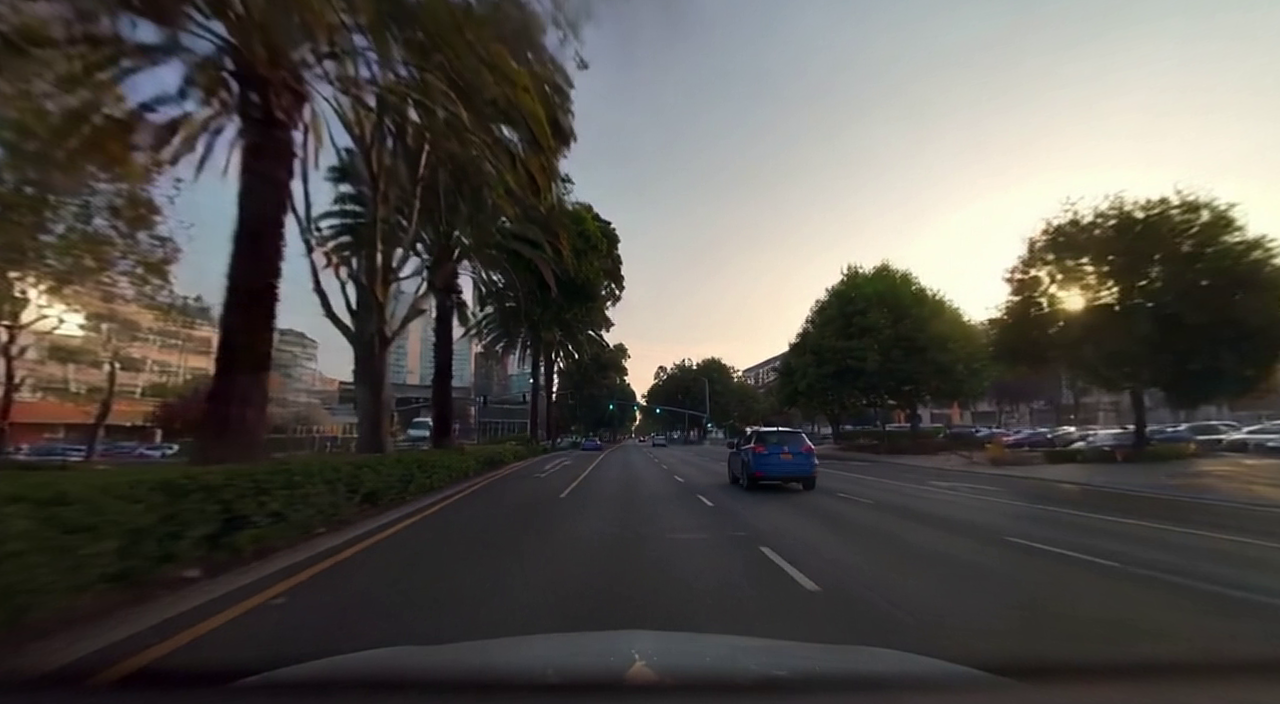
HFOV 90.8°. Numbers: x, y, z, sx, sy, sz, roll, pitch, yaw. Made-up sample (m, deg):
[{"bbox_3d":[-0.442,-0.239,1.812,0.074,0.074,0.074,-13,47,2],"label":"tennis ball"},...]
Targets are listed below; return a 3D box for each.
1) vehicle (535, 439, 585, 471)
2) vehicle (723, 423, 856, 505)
[{"bbox_3d":[-3.909,5.108,31.572,2.019,1.483,4.409,0,-8,-1],"label":"vehicle"},{"bbox_3d":[3.385,2.630,15.230,2.072,1.696,4.177,0,-8,-1],"label":"vehicle"}]
